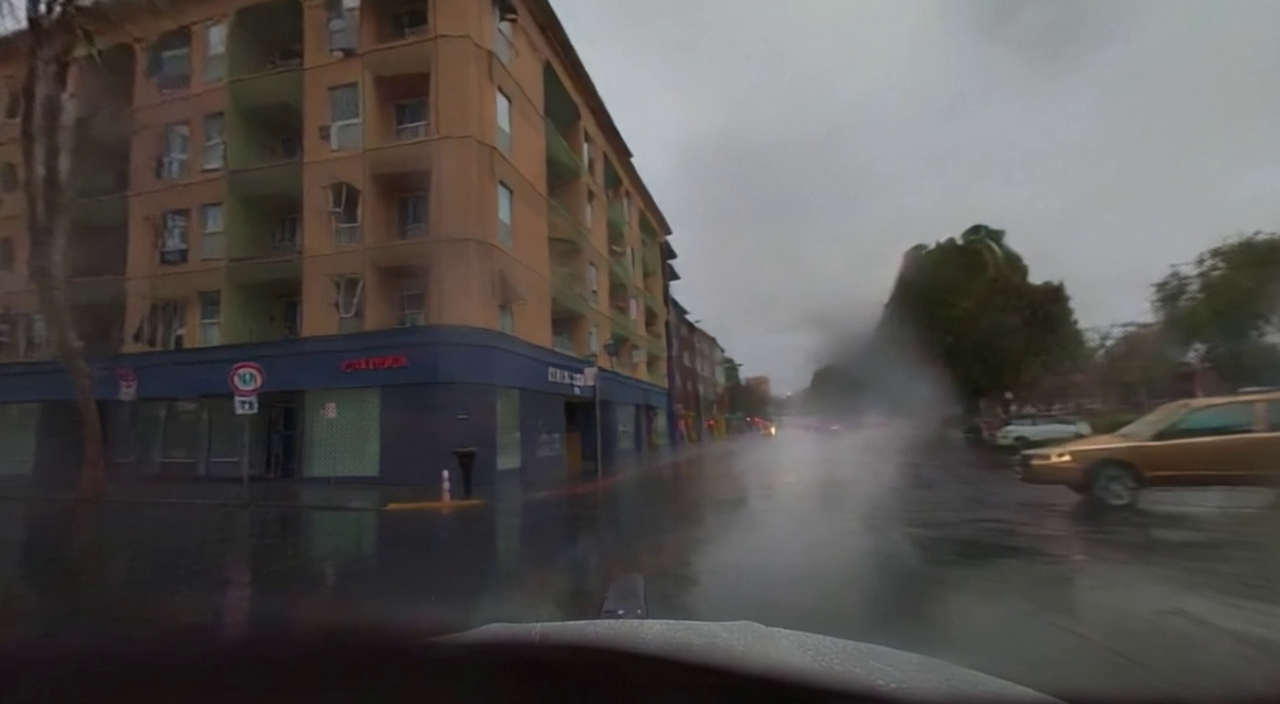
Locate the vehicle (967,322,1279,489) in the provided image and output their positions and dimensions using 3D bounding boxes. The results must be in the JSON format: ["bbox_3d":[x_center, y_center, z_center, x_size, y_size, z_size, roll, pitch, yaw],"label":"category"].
[{"bbox_3d":[9.643,1.030,11.181,2.239,2.498,6.221,6,-10,-41],"label":"vehicle"}]
